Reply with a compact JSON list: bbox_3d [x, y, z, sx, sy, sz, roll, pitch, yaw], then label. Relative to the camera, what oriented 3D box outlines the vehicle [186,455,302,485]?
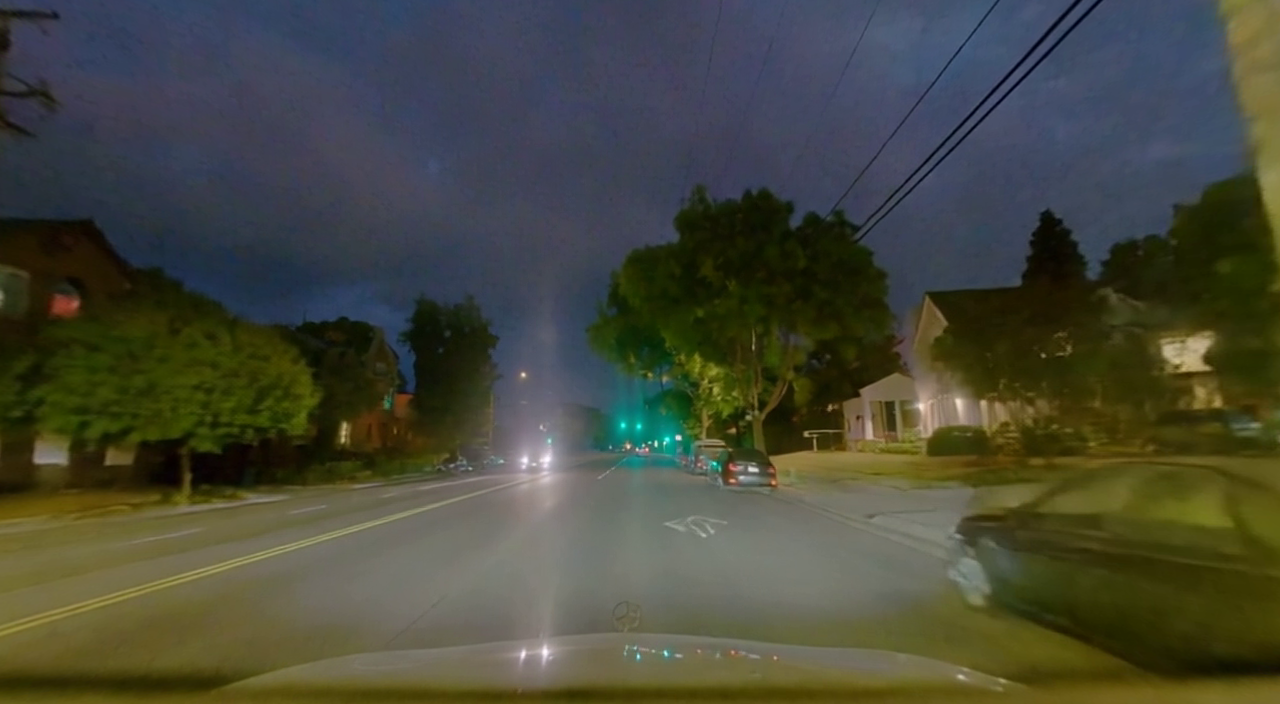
[{"bbox_3d":[-21.289,6.337,34.096,4.870,1.529,2.004,0,-9,0],"label":"vehicle"}]

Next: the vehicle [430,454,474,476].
[{"bbox_3d":[-14.050,8.456,47.469,2.021,1.513,4.568,0,-9,-1],"label":"vehicle"}]

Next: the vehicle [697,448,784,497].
[{"bbox_3d":[3.326,4.105,22.022,2.158,1.477,5.135,0,-9,0],"label":"vehicle"}]

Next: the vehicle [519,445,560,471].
[{"bbox_3d":[-7.288,7.743,46.409,2.120,1.726,5.445,0,-9,0],"label":"vehicle"}]

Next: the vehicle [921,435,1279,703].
[{"bbox_3d":[3.534,1.222,3.488,2.009,1.468,4.414,0,-9,1],"label":"vehicle"}]
